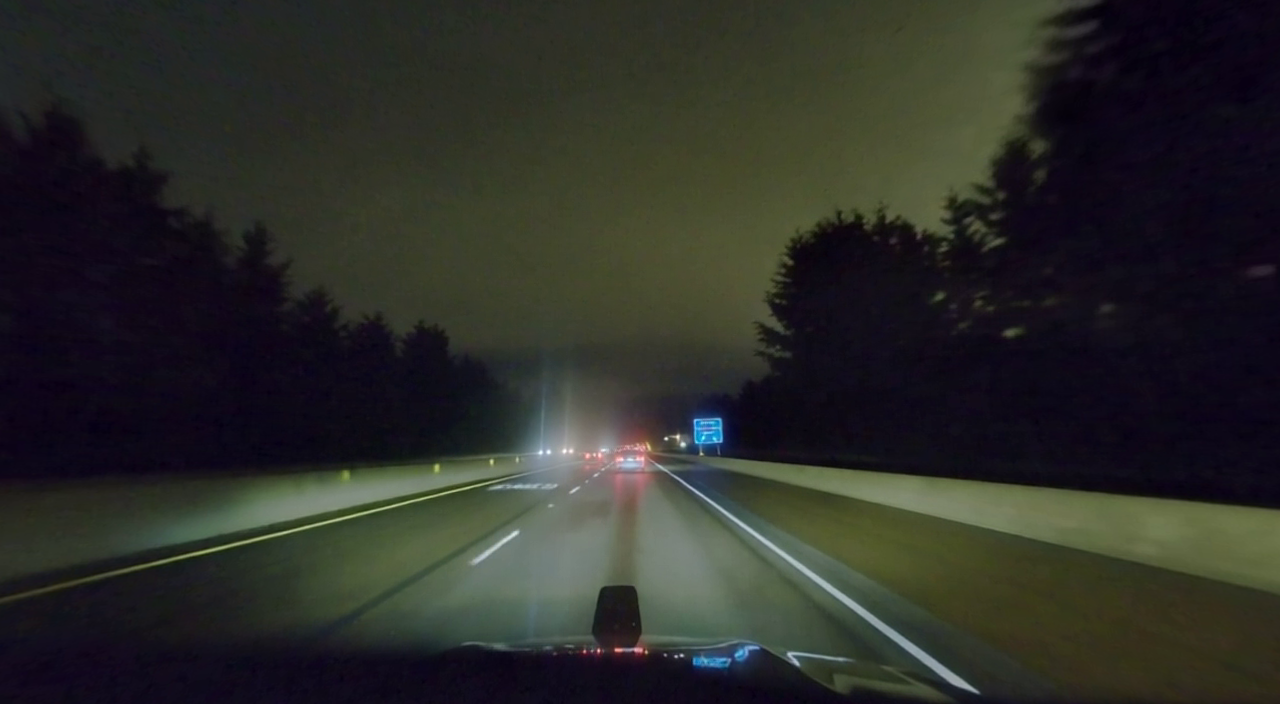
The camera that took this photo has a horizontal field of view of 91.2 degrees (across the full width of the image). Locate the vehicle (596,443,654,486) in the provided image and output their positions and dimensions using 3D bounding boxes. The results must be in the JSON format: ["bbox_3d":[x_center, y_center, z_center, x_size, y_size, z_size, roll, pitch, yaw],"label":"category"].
[{"bbox_3d":[-0.557,4.340,24.400,2.066,1.490,3.759,-1,-9,0],"label":"vehicle"}]
